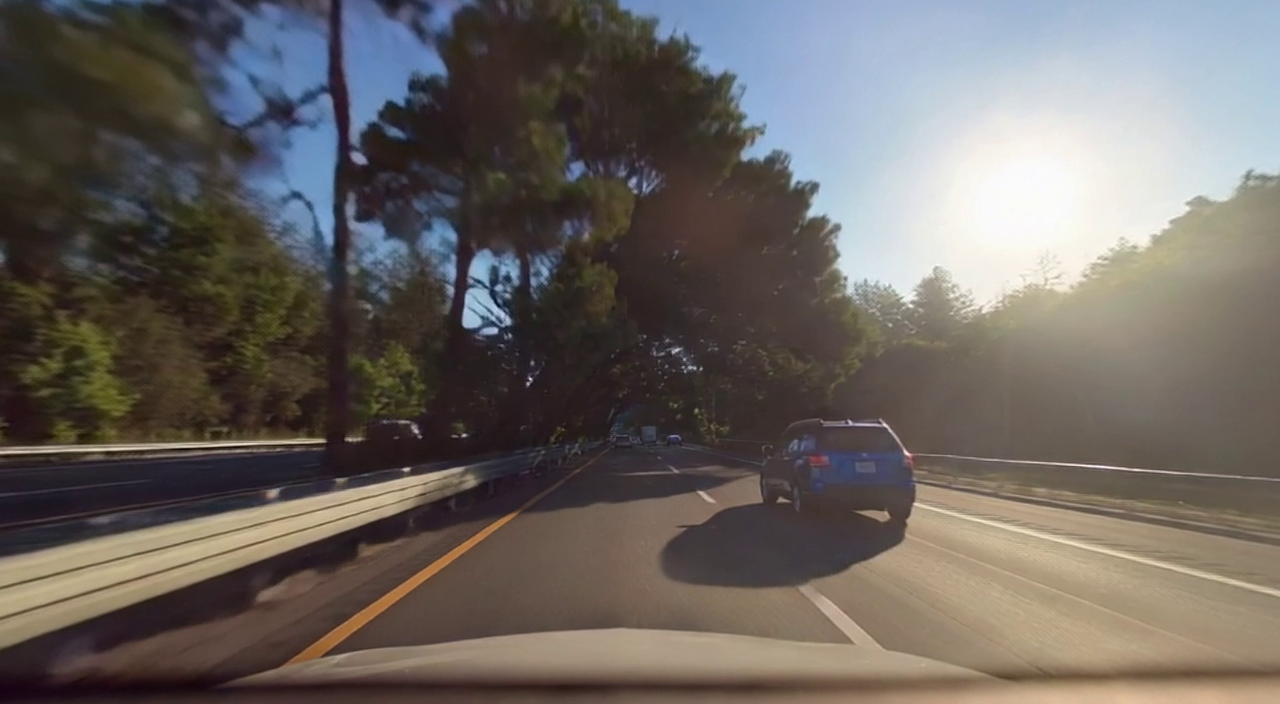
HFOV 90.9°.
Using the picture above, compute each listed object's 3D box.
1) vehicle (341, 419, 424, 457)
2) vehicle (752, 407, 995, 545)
[{"bbox_3d":[-14.045,4.727,34.892,2.233,1.923,5.794,0,-7,-1],"label":"vehicle"},{"bbox_3d":[3.274,1.814,10.040,2.085,1.681,4.436,0,-7,-1],"label":"vehicle"}]
